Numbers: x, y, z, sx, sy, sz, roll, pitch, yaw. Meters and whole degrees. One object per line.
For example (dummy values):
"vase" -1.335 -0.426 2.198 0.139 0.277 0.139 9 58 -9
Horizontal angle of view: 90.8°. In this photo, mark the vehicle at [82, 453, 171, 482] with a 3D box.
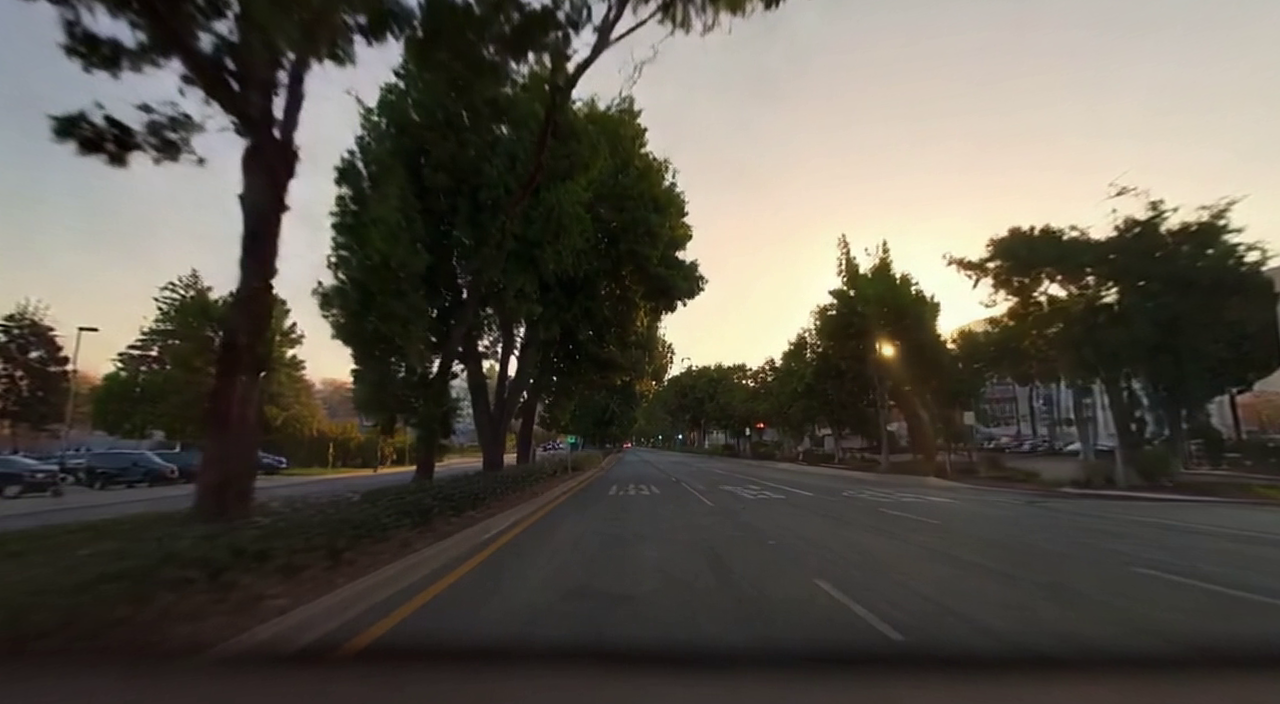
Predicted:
"vehicle" -34.559 7.782 42.735 2.051 1.757 4.689 0 -9 0

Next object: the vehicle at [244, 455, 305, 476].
"vehicle" -28.205 8.747 48.917 1.852 1.482 4.823 0 -9 0

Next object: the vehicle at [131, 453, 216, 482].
"vehicle" -31.337 7.752 42.642 1.947 1.751 4.926 0 -8 0

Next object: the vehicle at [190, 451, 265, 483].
"vehicle" -28.186 7.875 43.379 2.019 1.934 5.018 -2 -10 -3
